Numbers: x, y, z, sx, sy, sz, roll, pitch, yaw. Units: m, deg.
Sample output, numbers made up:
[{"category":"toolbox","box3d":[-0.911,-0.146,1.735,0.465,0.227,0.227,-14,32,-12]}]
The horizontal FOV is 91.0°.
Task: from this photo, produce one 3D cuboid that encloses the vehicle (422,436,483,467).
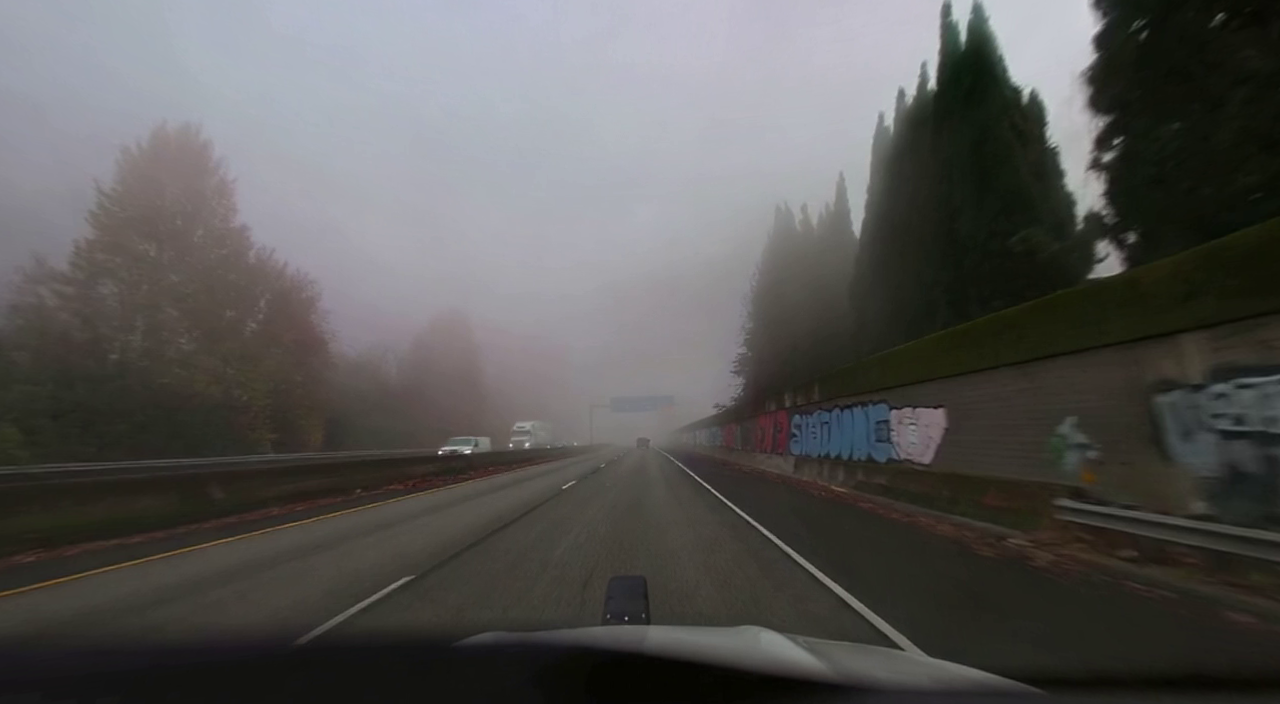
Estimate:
[{"category":"vehicle","box3d":[-10.281,5.455,34.850,1.948,1.596,4.510,0,-8,1]}]
